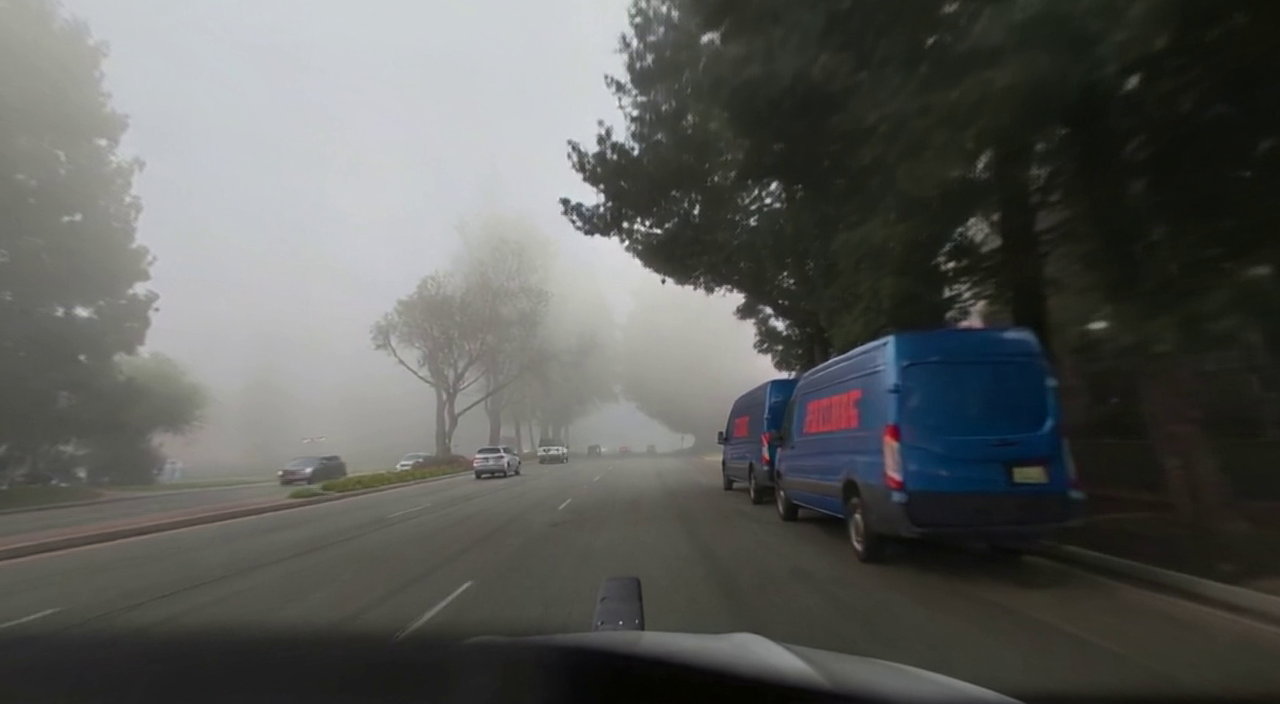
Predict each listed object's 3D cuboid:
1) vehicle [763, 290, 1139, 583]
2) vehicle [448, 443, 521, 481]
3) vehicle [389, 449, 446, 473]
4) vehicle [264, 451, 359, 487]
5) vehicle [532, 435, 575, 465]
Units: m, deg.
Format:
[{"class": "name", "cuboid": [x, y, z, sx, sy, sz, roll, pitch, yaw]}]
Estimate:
[{"class": "vehicle", "cuboid": [3.626, 1.185, 8.902, 2.791, 3.026, 4.668, 0, -9, 0]}, {"class": "vehicle", "cuboid": [-6.546, 4.685, 27.123, 1.970, 1.456, 4.441, 0, -9, 1]}, {"class": "vehicle", "cuboid": [-14.726, 7.253, 42.148, 2.031, 1.466, 4.592, 0, -9, 1]}, {"class": "vehicle", "cuboid": [-14.909, 5.305, 28.978, 1.842, 1.472, 4.639, 0, -9, 0]}, {"class": "vehicle", "cuboid": [-6.299, 7.280, 46.979, 2.332, 2.039, 5.678, 0, -9, 1]}]
